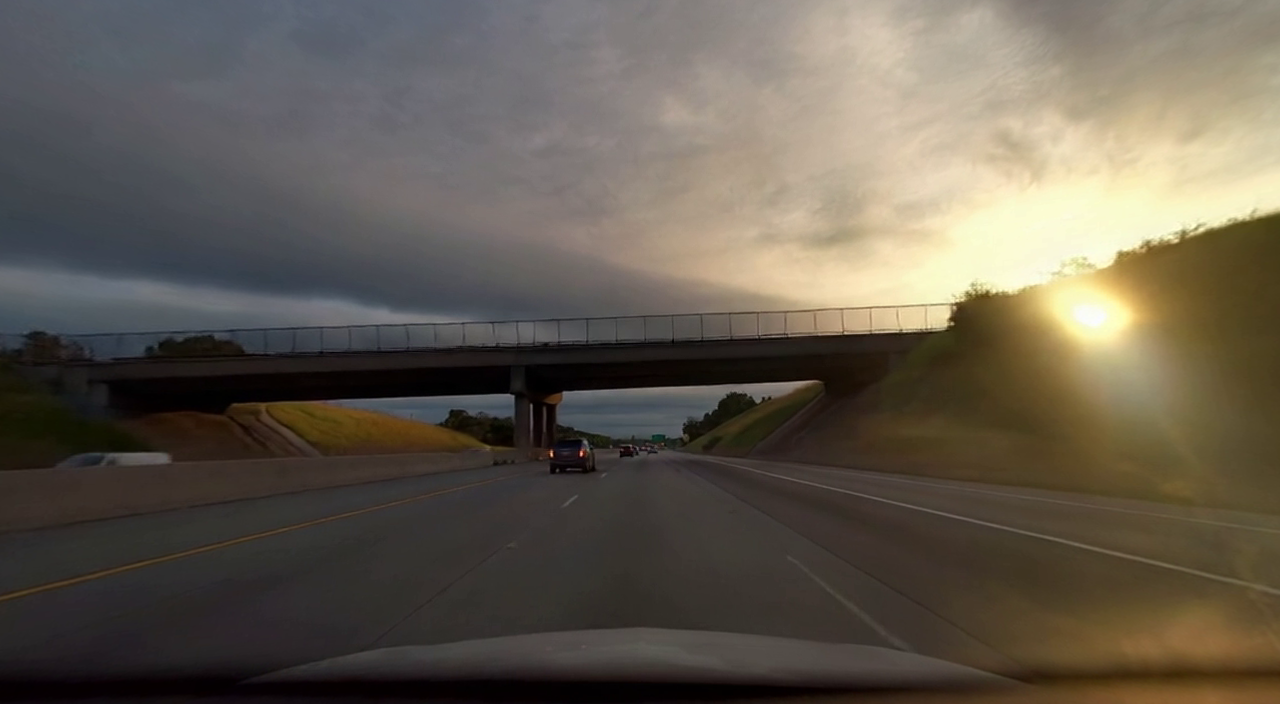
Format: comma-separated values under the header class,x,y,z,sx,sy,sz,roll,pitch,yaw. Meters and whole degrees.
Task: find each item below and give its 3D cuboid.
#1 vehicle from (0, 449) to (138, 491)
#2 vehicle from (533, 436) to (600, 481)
class,x,y,z,sx,sy,sz,roll,pitch,yaw
vehicle,-22.013,4.480,24.312,1.812,1.445,4.165,0,-9,1
vehicle,-3.010,4.517,26.965,2.181,1.730,4.517,0,-9,2
